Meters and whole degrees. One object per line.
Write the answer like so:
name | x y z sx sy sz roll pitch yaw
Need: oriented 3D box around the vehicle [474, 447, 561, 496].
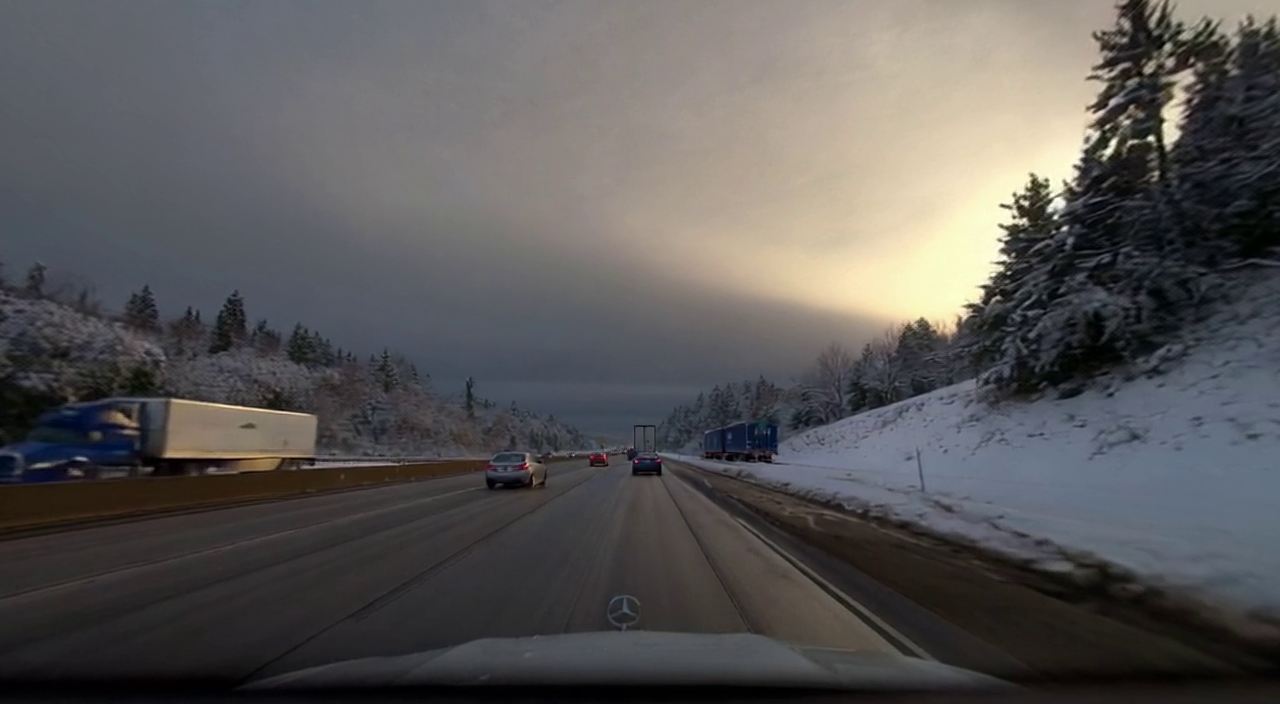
vehicle | -4.053 4.027 21.642 2.018 1.504 4.431 0 -9 1

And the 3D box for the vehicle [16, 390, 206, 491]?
vehicle | -23.084 3.971 28.072 2.981 3.978 5.937 0 -9 0

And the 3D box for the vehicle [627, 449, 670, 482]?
vehicle | 0.375 5.479 30.622 1.991 1.507 3.391 0 -9 0
